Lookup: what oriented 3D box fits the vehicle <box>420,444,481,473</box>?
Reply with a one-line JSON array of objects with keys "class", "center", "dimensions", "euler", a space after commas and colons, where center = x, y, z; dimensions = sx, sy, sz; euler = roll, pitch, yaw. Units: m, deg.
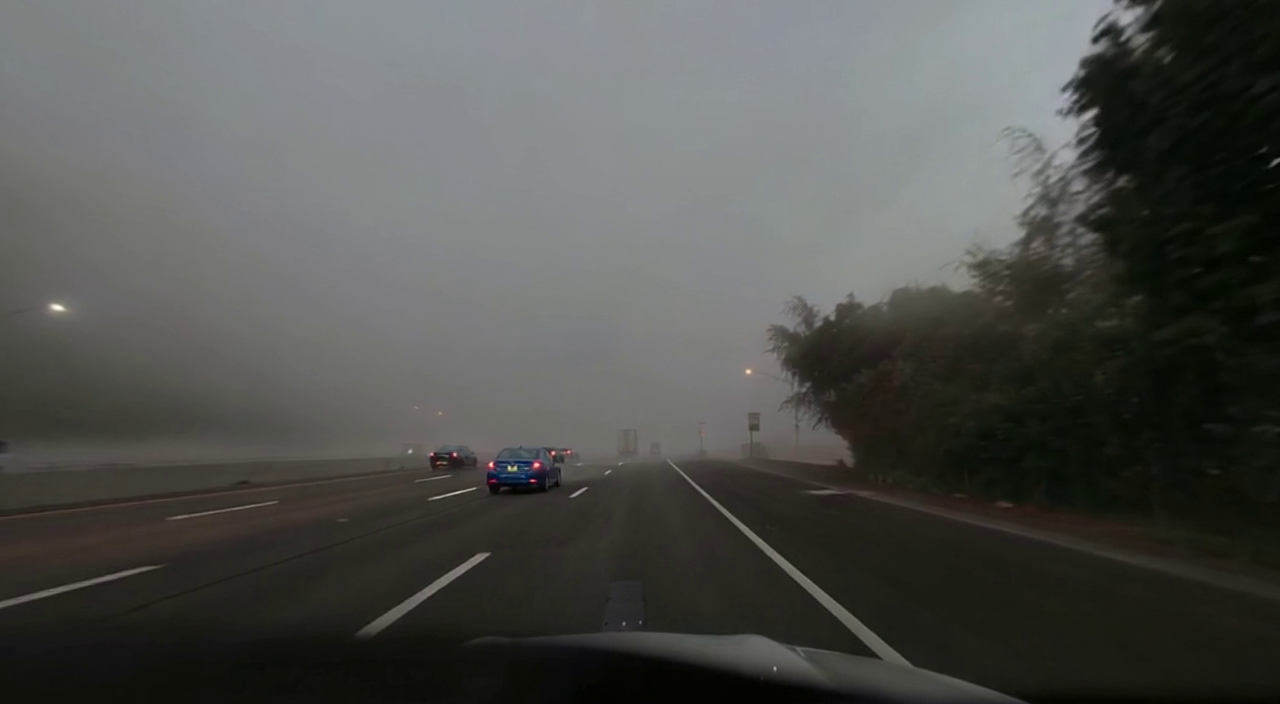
[{"class": "vehicle", "center": [-10.560, 5.939, 35.511], "dimensions": [1.888, 1.481, 4.477], "euler": [0, -8, 2]}]

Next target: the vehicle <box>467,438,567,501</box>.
[{"class": "vehicle", "center": [-3.209, 3.141, 17.234], "dimensions": [1.953, 1.511, 3.704], "euler": [0, -8, 1]}]
